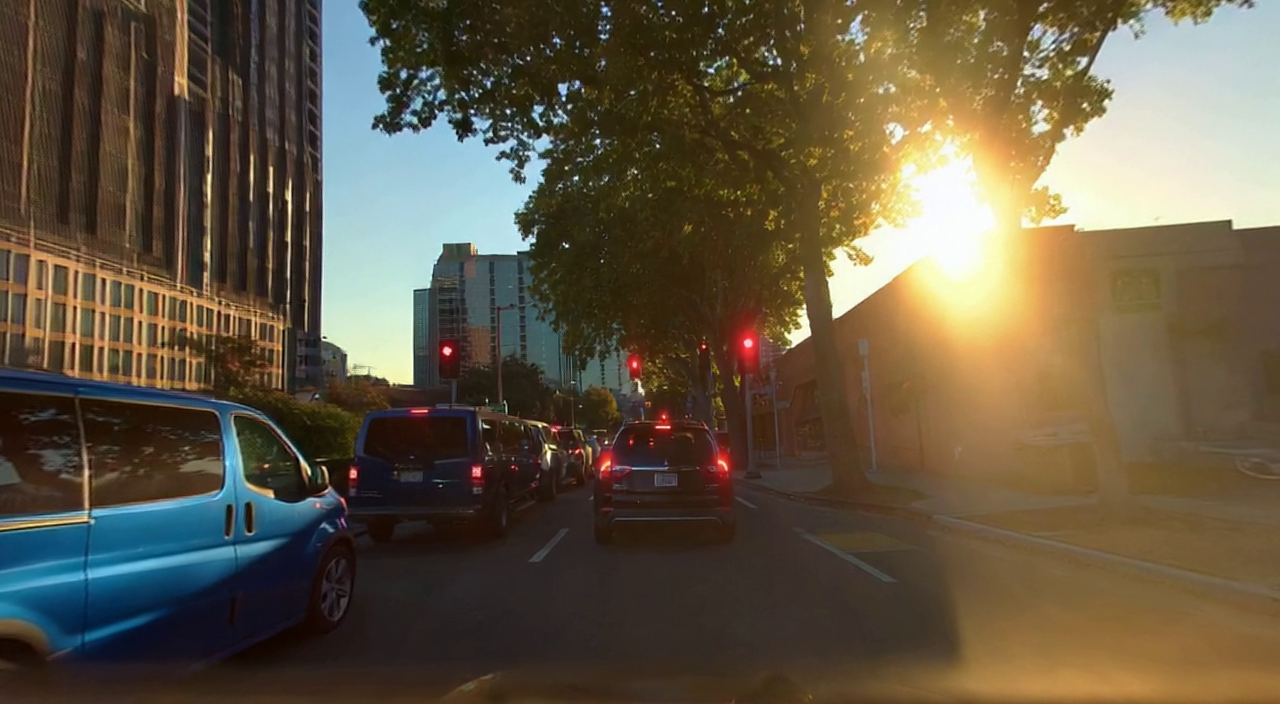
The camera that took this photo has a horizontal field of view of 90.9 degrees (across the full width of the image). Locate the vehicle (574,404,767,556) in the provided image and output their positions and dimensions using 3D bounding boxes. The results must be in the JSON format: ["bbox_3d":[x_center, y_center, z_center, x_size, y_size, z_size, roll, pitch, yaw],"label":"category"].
[{"bbox_3d":[0.360,1.752,9.249,2.205,1.727,3.917,0,-8,0],"label":"vehicle"}]

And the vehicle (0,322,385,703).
[{"bbox_3d":[-3.178,0.955,3.446,1.940,1.722,3.823,0,-8,0],"label":"vehicle"}]

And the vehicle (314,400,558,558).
[{"bbox_3d":[-2.649,1.792,9.606,2.124,1.799,4.587,0,-8,1],"label":"vehicle"}]
